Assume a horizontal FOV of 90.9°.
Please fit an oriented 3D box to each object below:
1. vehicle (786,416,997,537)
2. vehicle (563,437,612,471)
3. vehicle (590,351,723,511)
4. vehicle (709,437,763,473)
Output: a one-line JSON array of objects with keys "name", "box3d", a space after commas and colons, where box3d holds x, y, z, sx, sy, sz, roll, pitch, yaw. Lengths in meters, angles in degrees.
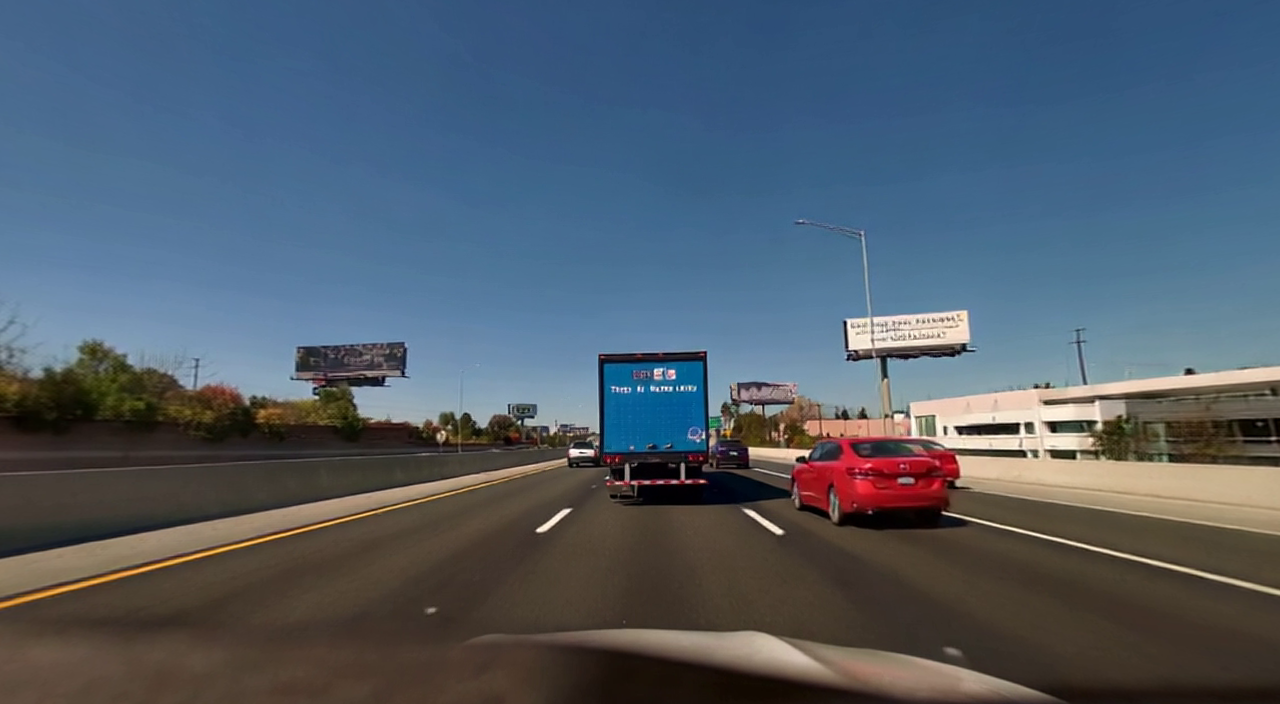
[{"name": "vehicle", "box3d": [4.124, 2.104, 11.274, 1.986, 1.718, 4.296, 0, -8, 0]}, {"name": "vehicle", "box3d": [-2.802, 5.617, 34.910, 2.030, 1.757, 4.509, -1, -8, 4]}, {"name": "vehicle", "box3d": [0.397, 2.239, 17.449, 2.733, 3.296, 8.571, 0, -8, 1]}, {"name": "vehicle", "box3d": [4.817, 5.250, 32.299, 2.066, 1.692, 4.339, 0, -8, 0]}]
